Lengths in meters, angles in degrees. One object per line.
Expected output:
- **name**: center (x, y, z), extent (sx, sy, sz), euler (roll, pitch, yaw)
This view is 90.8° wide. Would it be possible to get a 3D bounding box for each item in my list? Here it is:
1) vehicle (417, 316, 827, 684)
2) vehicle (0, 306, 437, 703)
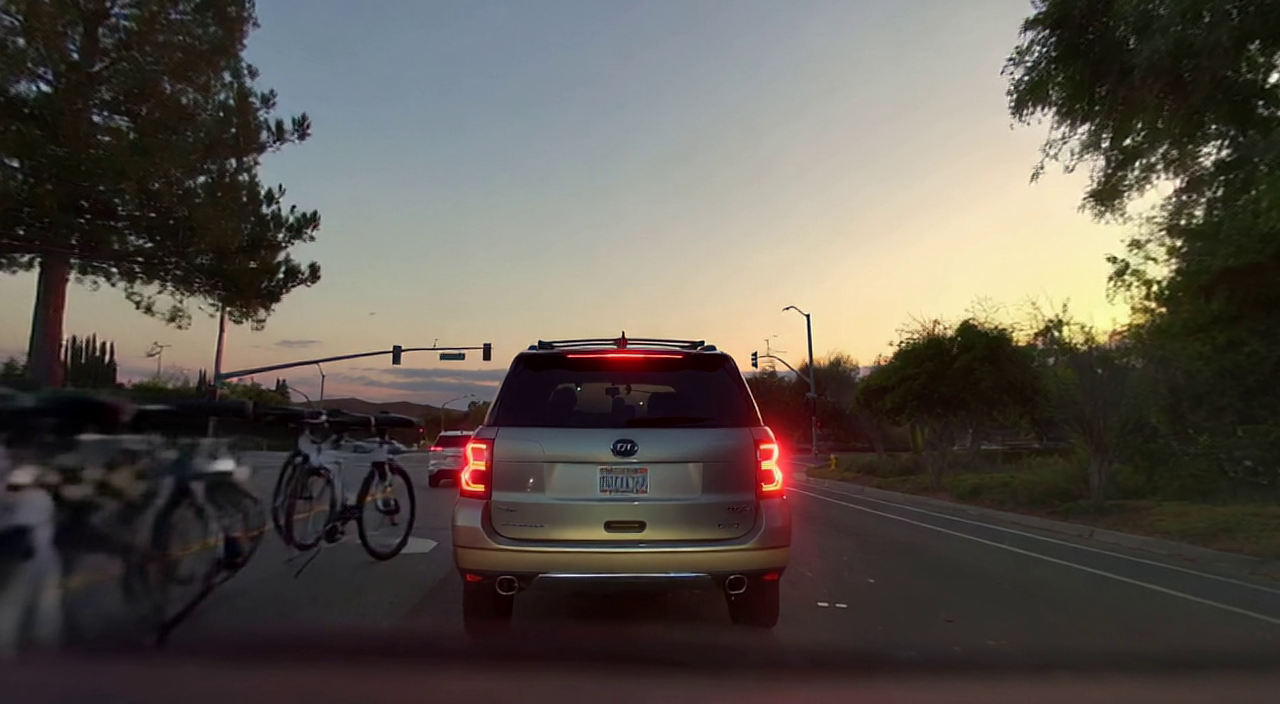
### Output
- **vehicle**: center (-0.235, 1.159, 6.005), extent (2.333, 2.087, 4.586), euler (0, -8, -4)
- **vehicle**: center (-3.570, 1.128, 4.997), extent (2.337, 1.858, 5.409), euler (0, -8, -3)
